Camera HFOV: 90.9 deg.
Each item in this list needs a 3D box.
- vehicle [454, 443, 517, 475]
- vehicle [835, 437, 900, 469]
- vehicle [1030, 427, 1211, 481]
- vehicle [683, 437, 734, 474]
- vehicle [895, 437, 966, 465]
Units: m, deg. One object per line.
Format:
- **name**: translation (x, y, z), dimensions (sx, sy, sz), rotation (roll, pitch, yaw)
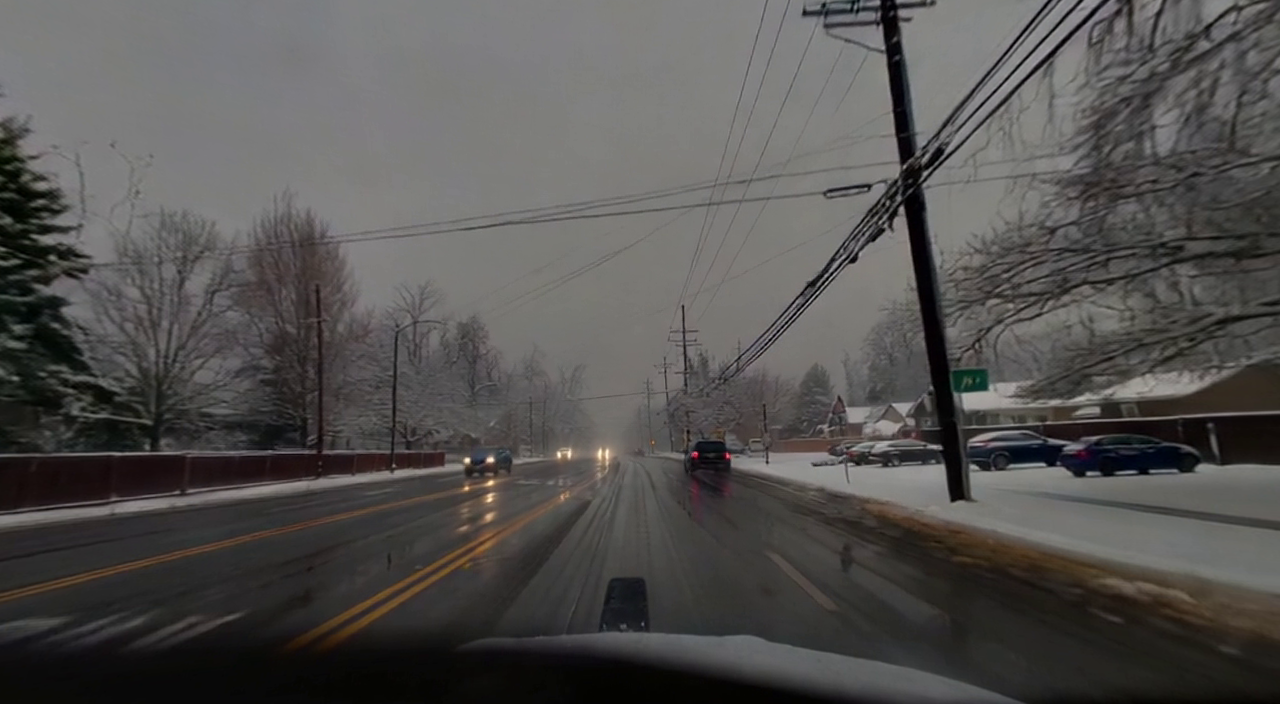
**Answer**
- **vehicle**: translation (-8.463, 5.895, 34.978), dimensions (2.179, 1.613, 4.516), rotation (-1, -9, 3)
- **vehicle**: translation (12.404, 5.542, 34.683), dimensions (1.970, 1.561, 4.725), rotation (-1, -9, 3)
- **vehicle**: translation (15.321, 3.266, 20.295), dimensions (4.135, 1.558, 1.929), rotation (-2, -8, 2)
- **vehicle**: translation (3.670, 5.675, 34.757), dimensions (2.144, 1.843, 4.827), rotation (0, -9, -2)
- **vehicle**: translation (16.105, 5.514, 35.221), dimensions (1.747, 1.405, 4.372), rotation (0, -9, -2)
